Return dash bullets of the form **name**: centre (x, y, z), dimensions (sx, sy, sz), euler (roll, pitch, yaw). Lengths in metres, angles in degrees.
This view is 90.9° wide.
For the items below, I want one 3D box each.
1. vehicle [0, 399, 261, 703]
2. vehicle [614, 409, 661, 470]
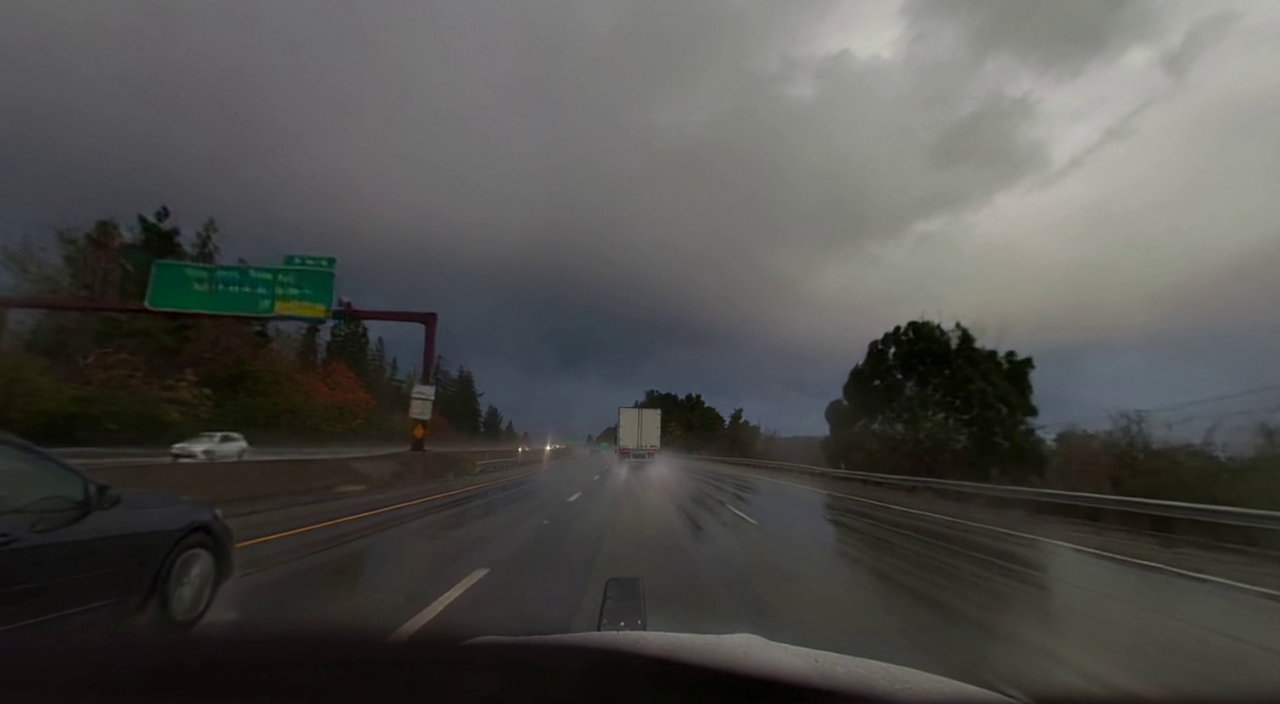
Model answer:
- **vehicle**: centre (-3.828, 0.866, 2.152), dimensions (2.080, 1.488, 4.781), euler (0, -9, 0)
- **vehicle**: centre (-0.378, 6.579, 46.809), dimensions (2.962, 3.953, 10.696), euler (0, -9, -3)
